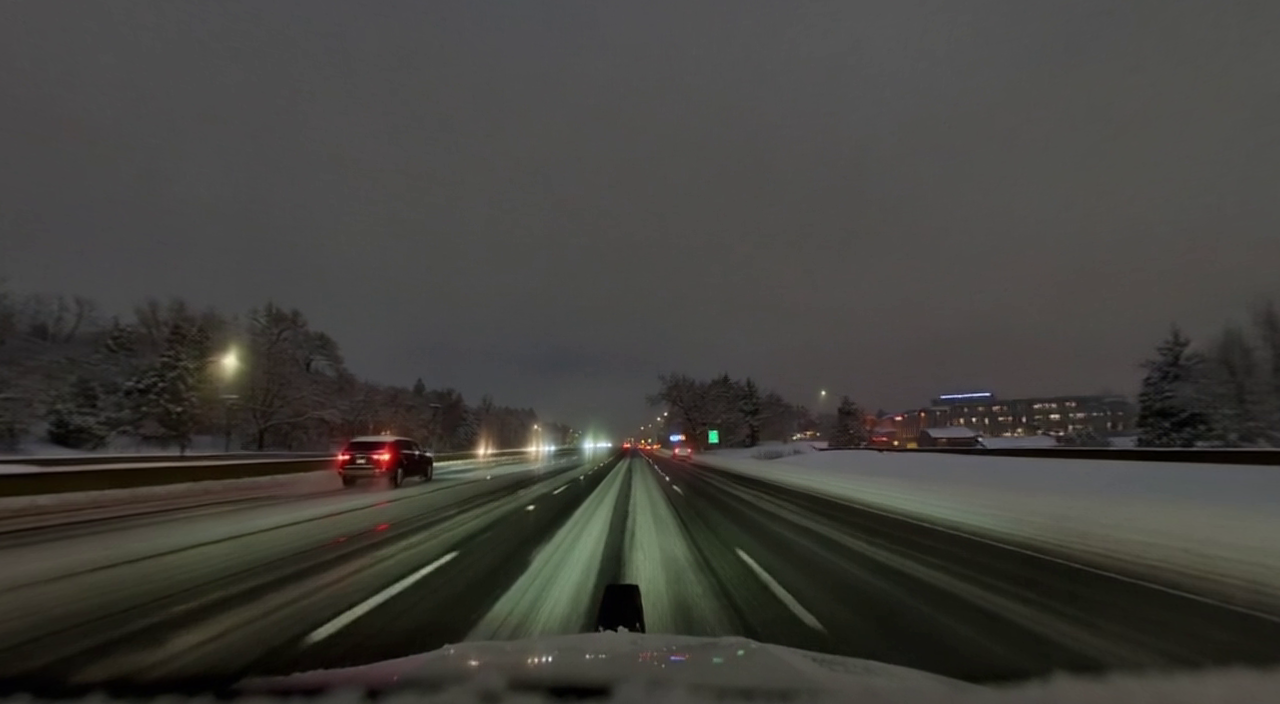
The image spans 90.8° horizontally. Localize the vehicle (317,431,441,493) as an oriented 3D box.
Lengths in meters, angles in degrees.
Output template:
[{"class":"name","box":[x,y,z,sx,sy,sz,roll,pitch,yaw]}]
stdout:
[{"class":"vehicle","box":[-8.026,3.406,19.966,2.089,1.724,4.327,0,-9,-1]}]
